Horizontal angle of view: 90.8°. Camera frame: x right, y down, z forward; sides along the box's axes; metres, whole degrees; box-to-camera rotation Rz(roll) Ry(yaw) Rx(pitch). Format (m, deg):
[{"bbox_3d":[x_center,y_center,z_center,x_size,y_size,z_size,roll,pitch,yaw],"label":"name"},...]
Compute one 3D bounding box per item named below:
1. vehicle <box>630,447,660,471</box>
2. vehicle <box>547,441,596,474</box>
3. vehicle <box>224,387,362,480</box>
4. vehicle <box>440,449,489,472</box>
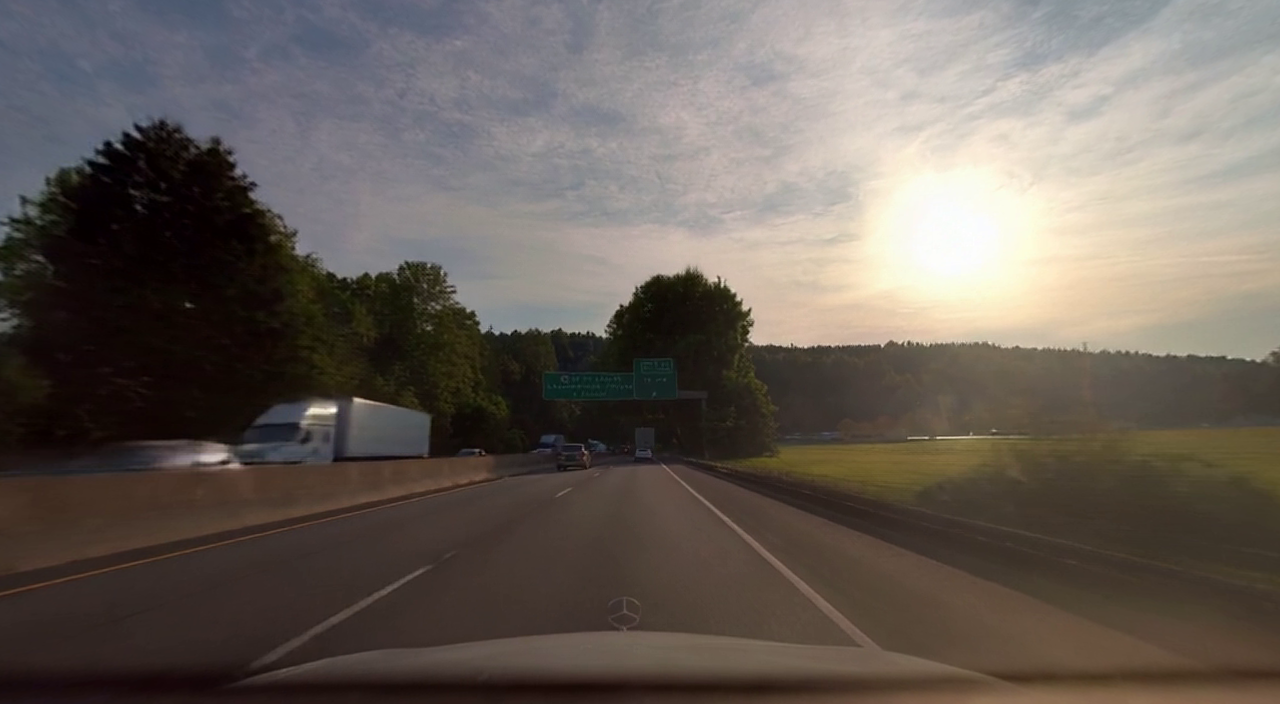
[{"bbox_3d":[0.314,6.820,40.228,1.853,1.436,3.438,0,-9,0],"label":"vehicle"},{"bbox_3d":[-3.696,5.851,35.134,2.097,1.722,4.808,0,-9,1],"label":"vehicle"},{"bbox_3d":[-15.848,3.844,29.417,2.912,3.866,5.822,0,-9,0],"label":"vehicle"},{"bbox_3d":[-11.611,7.178,41.929,1.918,1.396,4.332,0,-9,1],"label":"vehicle"}]
